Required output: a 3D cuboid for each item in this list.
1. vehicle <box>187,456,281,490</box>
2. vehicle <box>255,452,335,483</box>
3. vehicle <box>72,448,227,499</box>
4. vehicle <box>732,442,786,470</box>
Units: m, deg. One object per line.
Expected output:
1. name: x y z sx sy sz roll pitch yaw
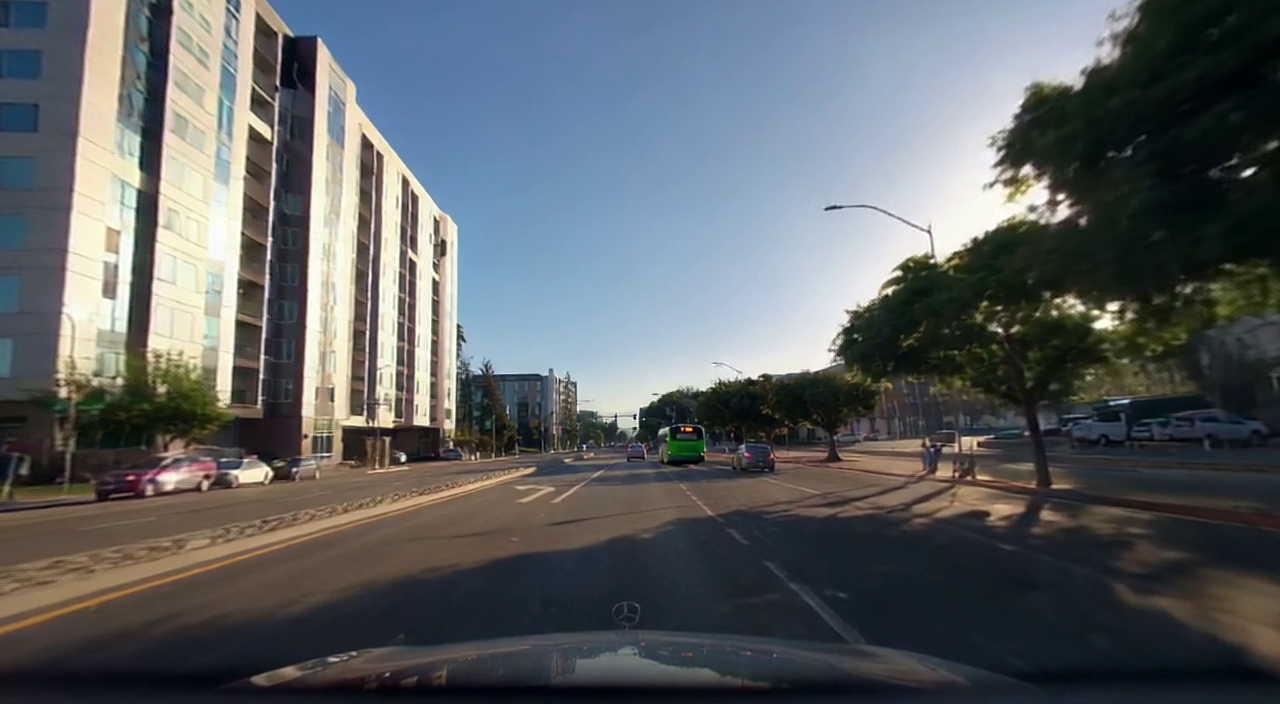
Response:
1. vehicle: -18.946 5.619 29.729 1.685 1.426 4.247 1 -9 -2
2. vehicle: -18.783 6.288 34.696 1.861 1.499 4.605 0 -9 -1
3. vehicle: -18.662 4.608 24.428 2.047 1.756 4.844 0 -9 0
4. vehicle: 6.464 5.721 34.839 1.992 1.447 4.414 1 -9 -2
